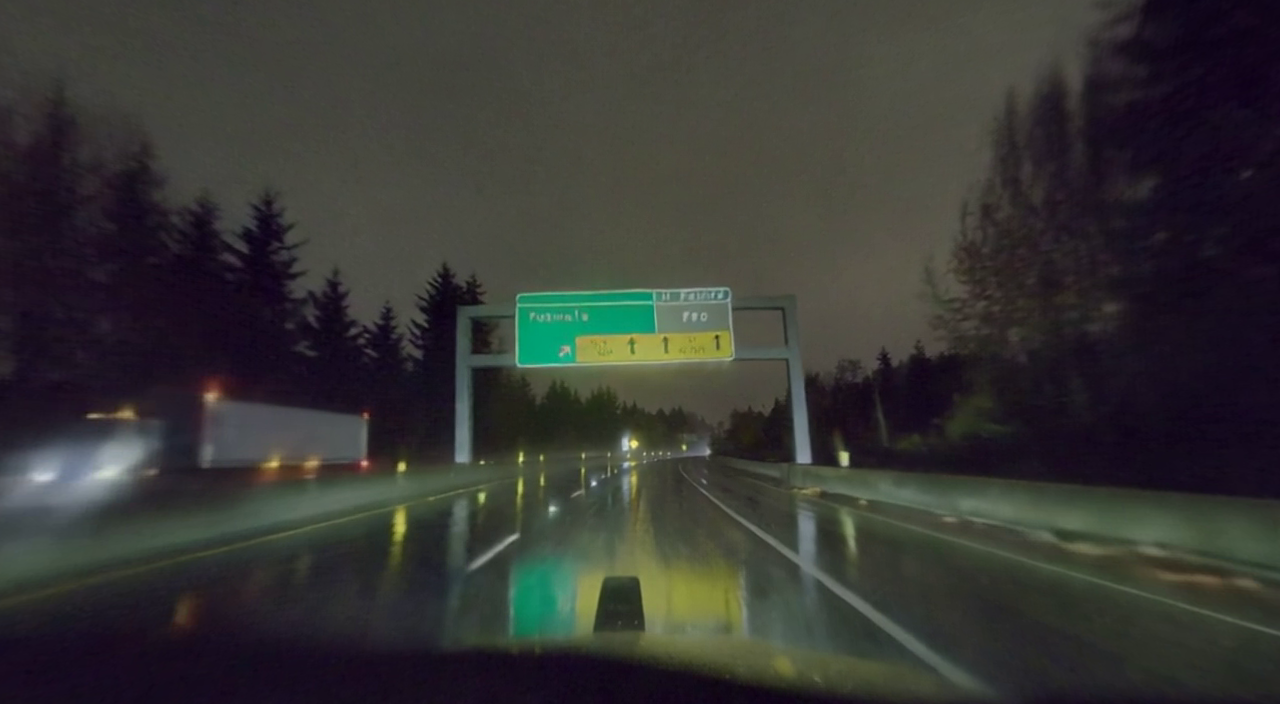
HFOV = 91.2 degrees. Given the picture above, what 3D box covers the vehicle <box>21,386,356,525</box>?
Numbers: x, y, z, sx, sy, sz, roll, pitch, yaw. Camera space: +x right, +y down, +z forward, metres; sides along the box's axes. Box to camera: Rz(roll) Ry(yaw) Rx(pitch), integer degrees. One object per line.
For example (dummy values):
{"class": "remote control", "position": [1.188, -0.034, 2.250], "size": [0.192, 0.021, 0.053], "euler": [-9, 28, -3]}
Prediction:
{"class": "vehicle", "position": [-16.407, 4.101, 25.447], "size": [2.910, 4.014, 14.092], "euler": [-1, -9, 1]}
